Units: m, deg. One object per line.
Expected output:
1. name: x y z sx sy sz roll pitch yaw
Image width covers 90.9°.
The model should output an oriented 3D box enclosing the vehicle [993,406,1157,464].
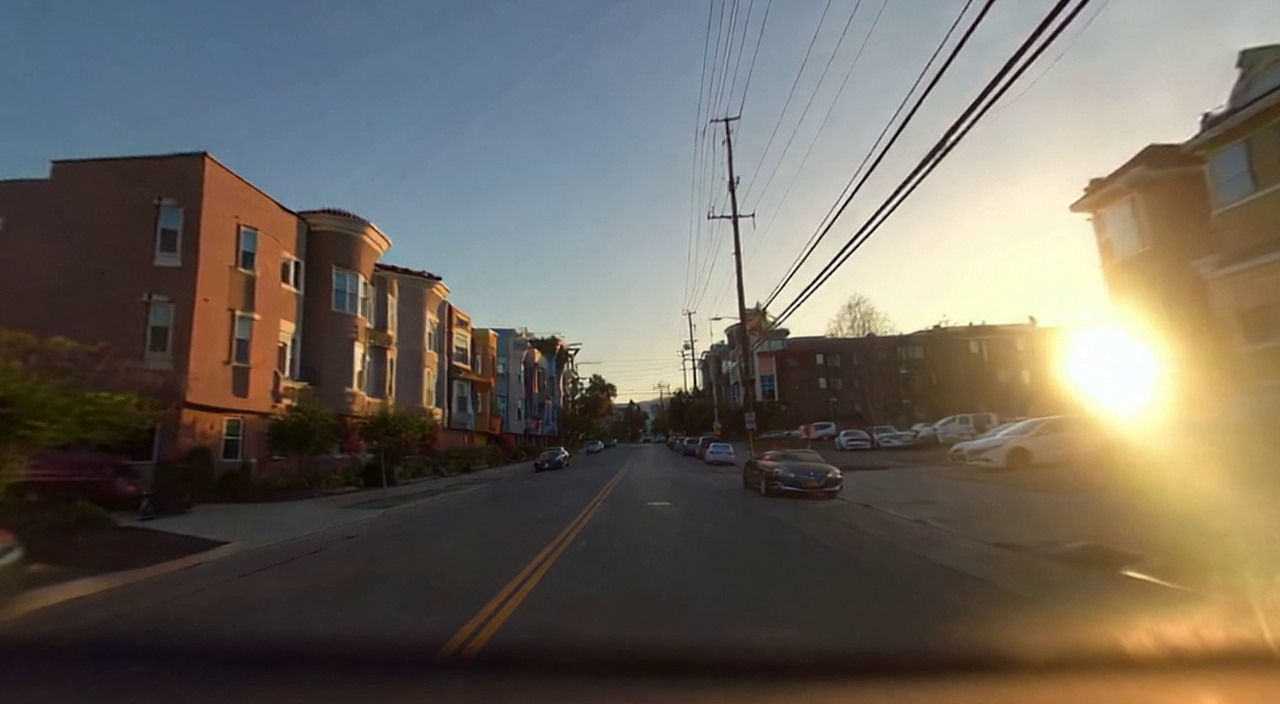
1. vehicle: 13.032 2.566 19.333 1.997 1.546 4.370 -1 -8 2

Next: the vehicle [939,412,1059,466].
1. vehicle: 10.821 2.662 19.328 1.801 1.491 3.488 -1 -8 4

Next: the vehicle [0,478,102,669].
1. vehicle: -6.070 1.599 3.615 1.863 1.449 4.536 -1 -8 2

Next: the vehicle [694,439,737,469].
1. vehicle: 4.177 5.703 35.464 1.914 1.591 3.892 0 -8 0

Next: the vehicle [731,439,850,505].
1. vehicle: 3.702 3.014 16.473 1.928 1.440 4.738 0 -8 0

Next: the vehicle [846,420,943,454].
1. vehicle: 13.575 4.593 33.974 1.897 1.659 4.648 4 -9 -28

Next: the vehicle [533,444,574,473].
1. vehicle: -5.416 6.680 39.949 1.913 1.672 4.267 -1 -8 2
